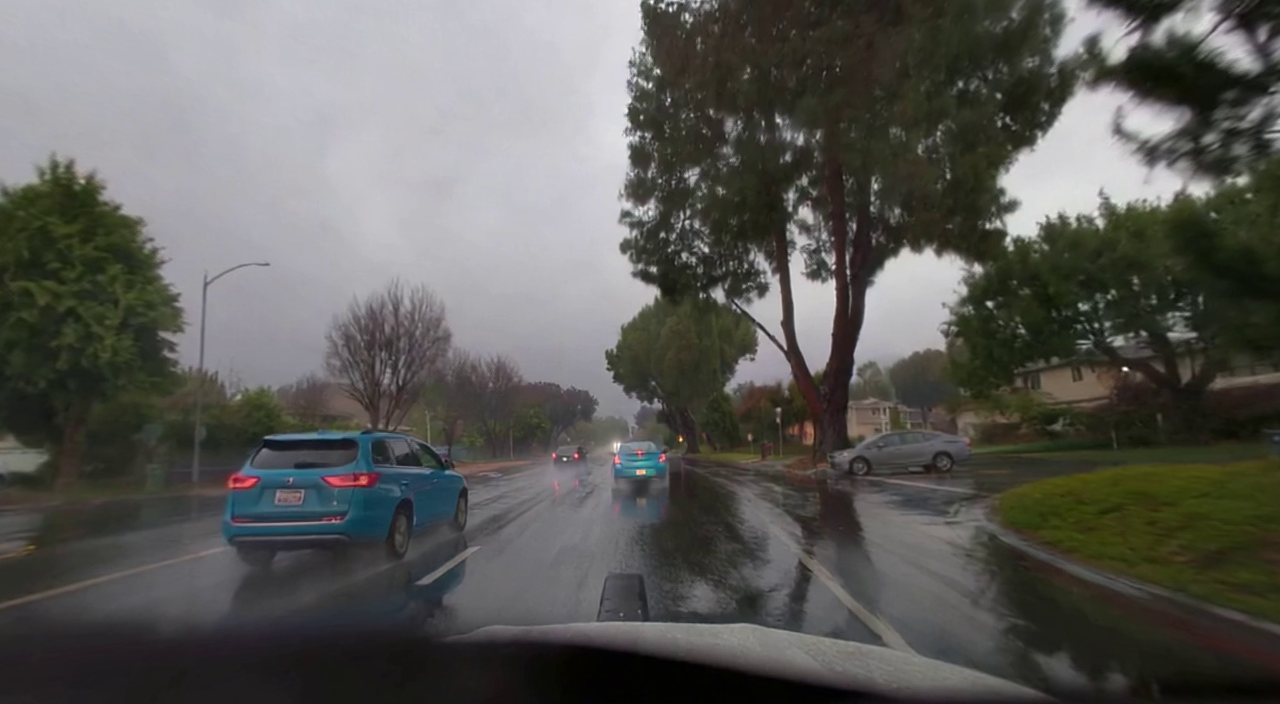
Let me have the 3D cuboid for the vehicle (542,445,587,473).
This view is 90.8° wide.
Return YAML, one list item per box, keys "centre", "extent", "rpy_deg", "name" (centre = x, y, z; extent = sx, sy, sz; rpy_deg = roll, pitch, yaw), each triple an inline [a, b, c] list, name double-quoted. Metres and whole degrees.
- centre: [-4.252, 6.118, 36.305]
  extent: [2.014, 1.493, 4.658]
  rpy_deg: [0, -8, 0]
  name: "vehicle"

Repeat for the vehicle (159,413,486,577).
- centre: [-3.951, 1.867, 9.097]
  extent: [2.243, 1.722, 4.621]
  rpy_deg: [0, -8, 1]
  name: "vehicle"

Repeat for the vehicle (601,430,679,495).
- centre: [-0.012, 3.361, 19.619]
  extent: [2.131, 1.761, 4.242]
  rpy_deg: [0, -8, 0]
  name: "vehicle"

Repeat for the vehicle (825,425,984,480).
- centre: [8.902, 3.420, 21.610]
  extent: [4.497, 1.743, 1.983]
  rpy_deg: [0, -8, 1]
  name: "vehicle"
